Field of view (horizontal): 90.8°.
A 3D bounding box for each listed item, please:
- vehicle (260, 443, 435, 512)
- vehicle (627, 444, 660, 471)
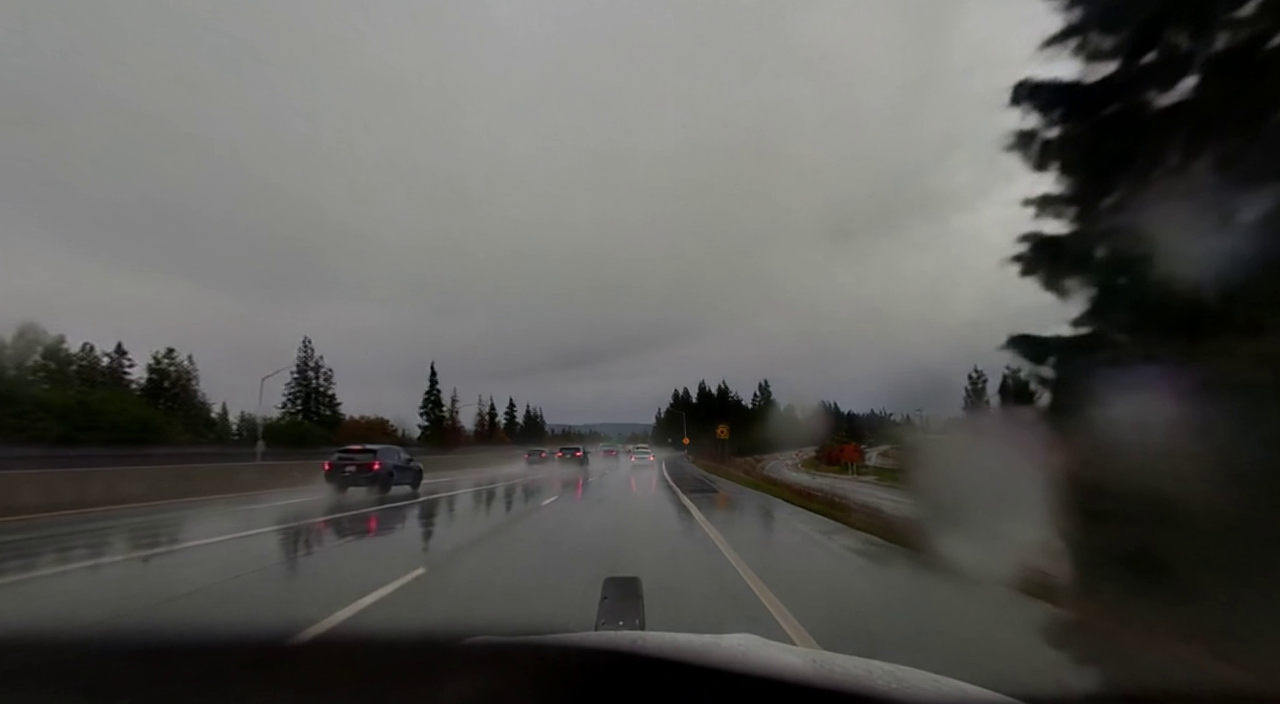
[{"bbox_3d":[-7.578,3.284,17.101,2.102,1.562,4.884,-1,-9,5],"label":"vehicle"},{"bbox_3d":[0.266,7.344,44.022,2.179,1.742,4.396,0,-9,2],"label":"vehicle"}]
